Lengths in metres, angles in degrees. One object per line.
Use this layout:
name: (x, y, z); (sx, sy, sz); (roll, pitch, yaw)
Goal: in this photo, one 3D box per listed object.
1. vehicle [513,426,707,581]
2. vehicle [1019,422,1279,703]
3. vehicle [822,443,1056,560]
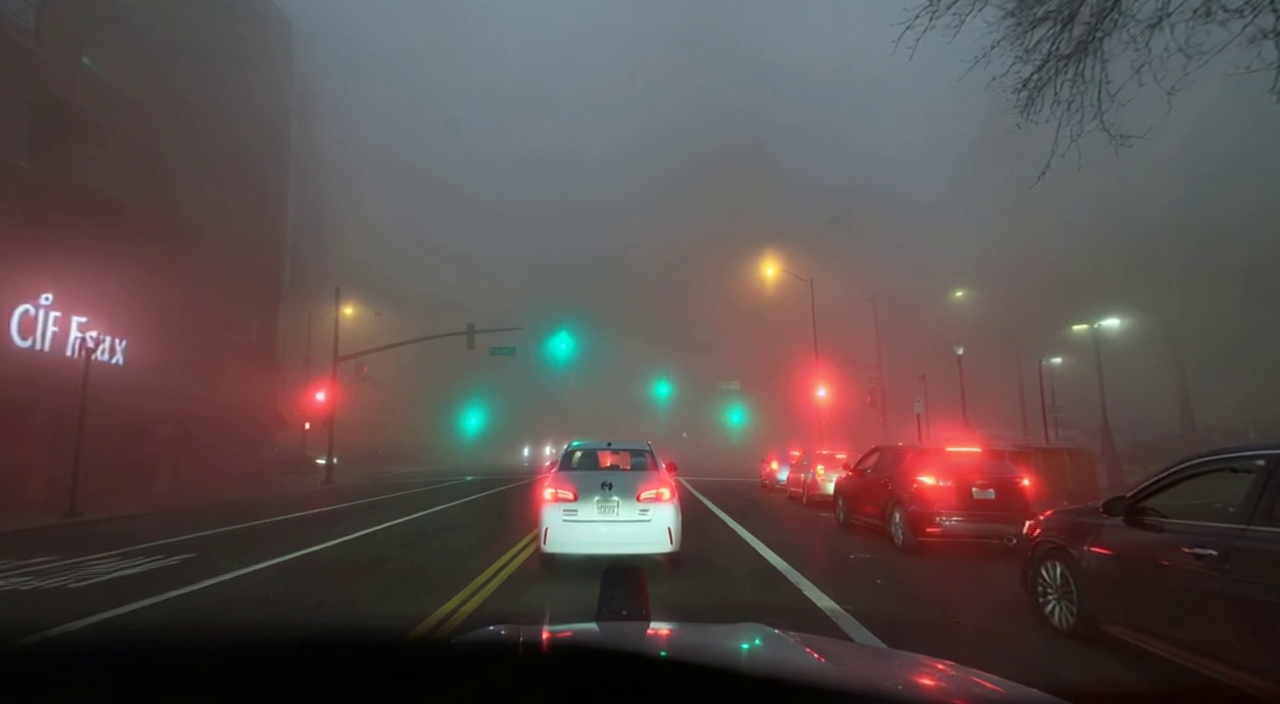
vehicle: (-0.337, 1.751, 8.066); (1.888, 1.489, 3.703); (0, -8, -2)
vehicle: (3.179, 0.827, 1.104); (2.006, 1.496, 4.767); (0, -9, -1)
vehicle: (4.588, 2.295, 10.615); (1.912, 1.505, 4.618); (-1, -8, 4)
